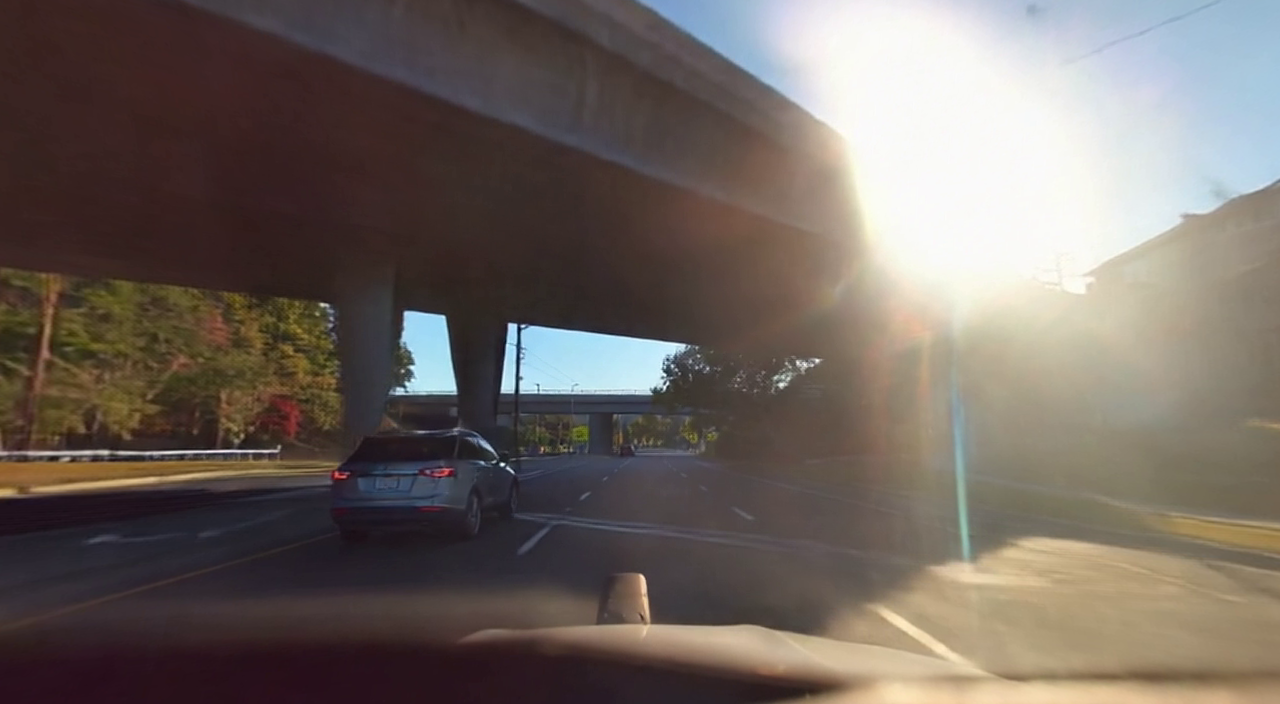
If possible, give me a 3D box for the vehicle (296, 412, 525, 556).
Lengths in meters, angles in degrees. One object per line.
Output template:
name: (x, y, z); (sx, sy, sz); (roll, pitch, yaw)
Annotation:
vehicle: (-3.158, 1.902, 9.772); (1.882, 1.704, 4.335); (0, -8, 0)
